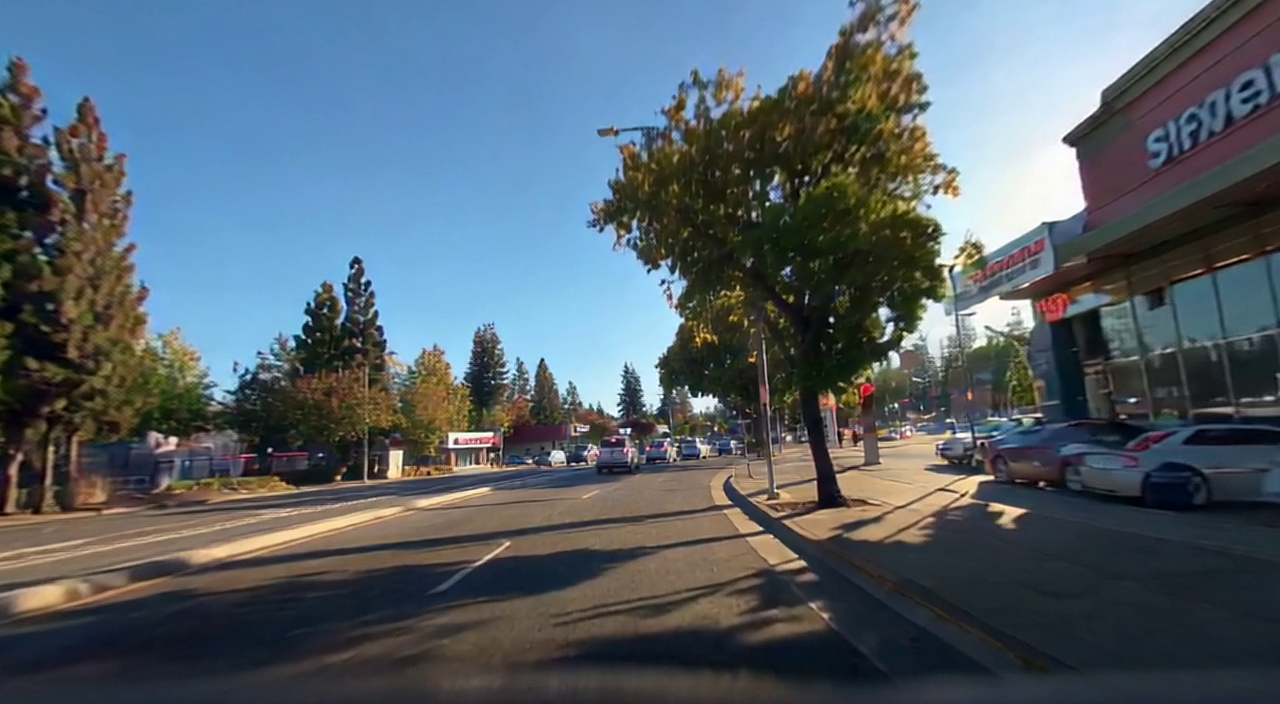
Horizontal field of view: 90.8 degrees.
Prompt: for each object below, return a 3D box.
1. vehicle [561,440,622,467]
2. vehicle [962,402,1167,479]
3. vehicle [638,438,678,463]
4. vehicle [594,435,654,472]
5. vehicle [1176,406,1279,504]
[{"bbox_3d":[-3.265,6.696,41.694,1.799,1.682,4.637,6,-11,-37],"label":"vehicle"},{"bbox_3d":[12.399,2.633,18.745,4.408,1.682,2.040,-7,-9,1],"label":"vehicle"},{"bbox_3d":[1.284,6.853,43.980,2.002,1.664,4.113,-2,-9,13],"label":"vehicle"},{"bbox_3d":[-0.754,5.359,33.612,2.168,1.783,4.695,-3,-9,11],"label":"vehicle"},{"bbox_3d":[11.794,1.630,10.155,4.423,1.455,2.034,-1,-9,1],"label":"vehicle"}]
